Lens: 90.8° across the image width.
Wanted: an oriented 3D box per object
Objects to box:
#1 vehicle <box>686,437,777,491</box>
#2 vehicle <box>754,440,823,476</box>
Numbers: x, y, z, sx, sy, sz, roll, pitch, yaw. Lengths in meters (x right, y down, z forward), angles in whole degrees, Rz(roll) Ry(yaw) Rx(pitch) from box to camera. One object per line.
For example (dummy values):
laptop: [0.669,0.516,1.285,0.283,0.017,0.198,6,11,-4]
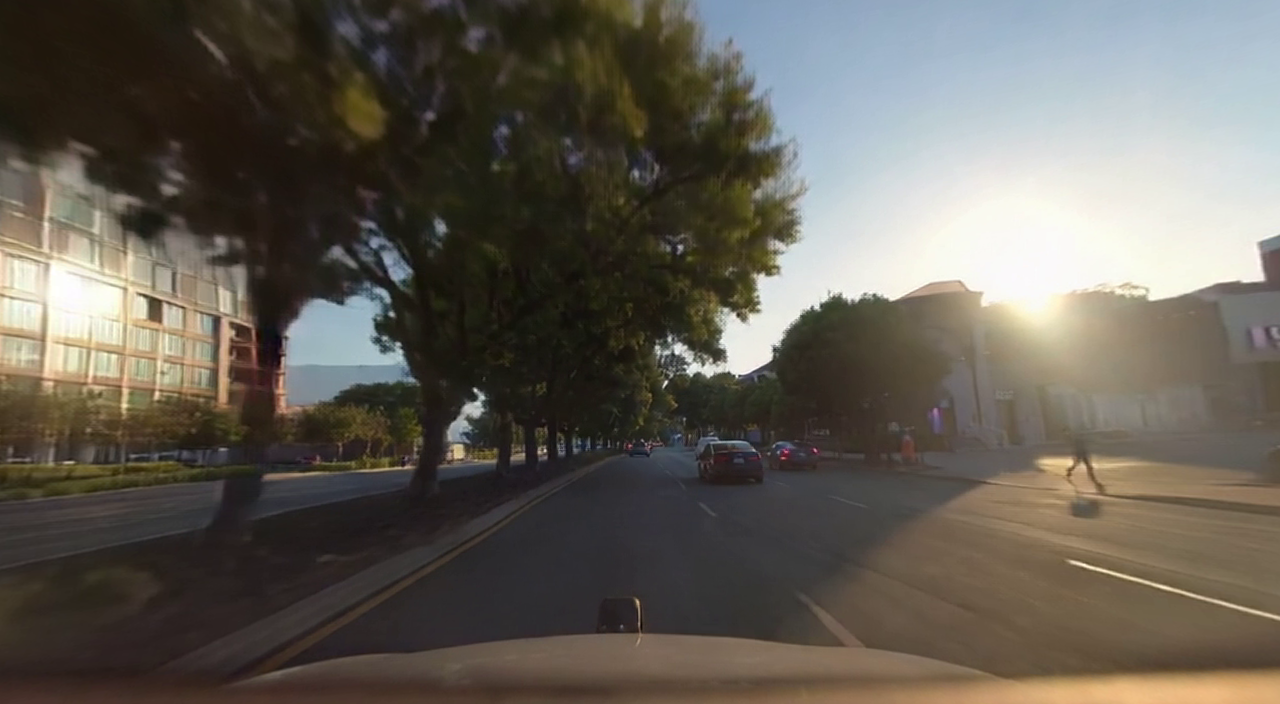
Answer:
vehicle: [2.754,3.505,20.183,2.131,1.491,4.496,0,-8,-1]
vehicle: [6.370,4.575,27.608,1.912,1.411,4.380,0,-8,0]
